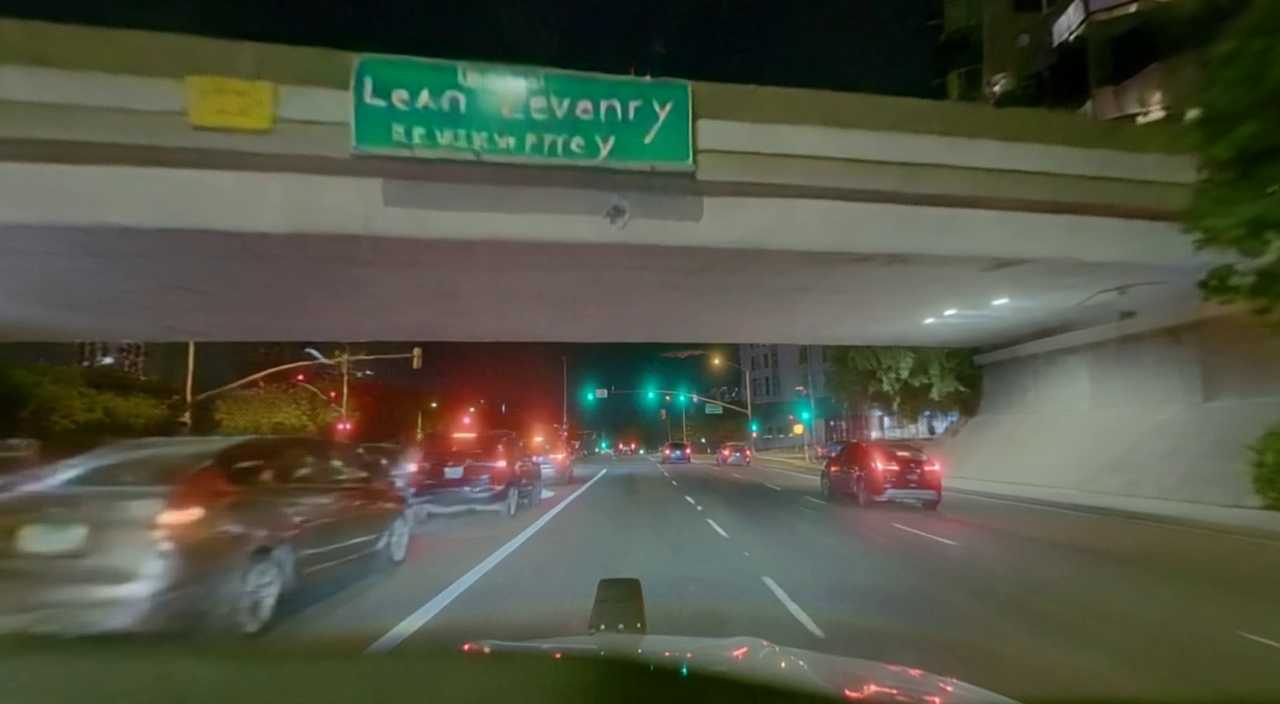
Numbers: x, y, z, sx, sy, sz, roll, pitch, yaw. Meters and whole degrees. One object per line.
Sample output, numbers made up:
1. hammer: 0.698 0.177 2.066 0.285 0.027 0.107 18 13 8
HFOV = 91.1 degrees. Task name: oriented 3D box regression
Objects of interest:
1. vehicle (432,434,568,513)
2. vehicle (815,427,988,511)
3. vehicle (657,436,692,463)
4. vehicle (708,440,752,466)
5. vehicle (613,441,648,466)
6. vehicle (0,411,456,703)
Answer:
1. vehicle: -2.927 2.649 14.200 1.980 1.491 4.351 0 -9 1
2. vehicle: 5.796 2.650 14.684 2.056 1.624 4.498 0 -9 -1
3. vehicle: 2.348 6.814 43.862 2.034 1.762 4.420 0 -9 -2
4. vehicle: 5.504 6.247 38.966 1.924 1.527 4.268 0 -9 -2
5. vehicle: -0.612 6.243 38.807 2.026 1.453 3.780 0 -9 -2
6. vehicle: -3.245 1.349 5.295 2.041 1.466 4.212 0 -9 1
